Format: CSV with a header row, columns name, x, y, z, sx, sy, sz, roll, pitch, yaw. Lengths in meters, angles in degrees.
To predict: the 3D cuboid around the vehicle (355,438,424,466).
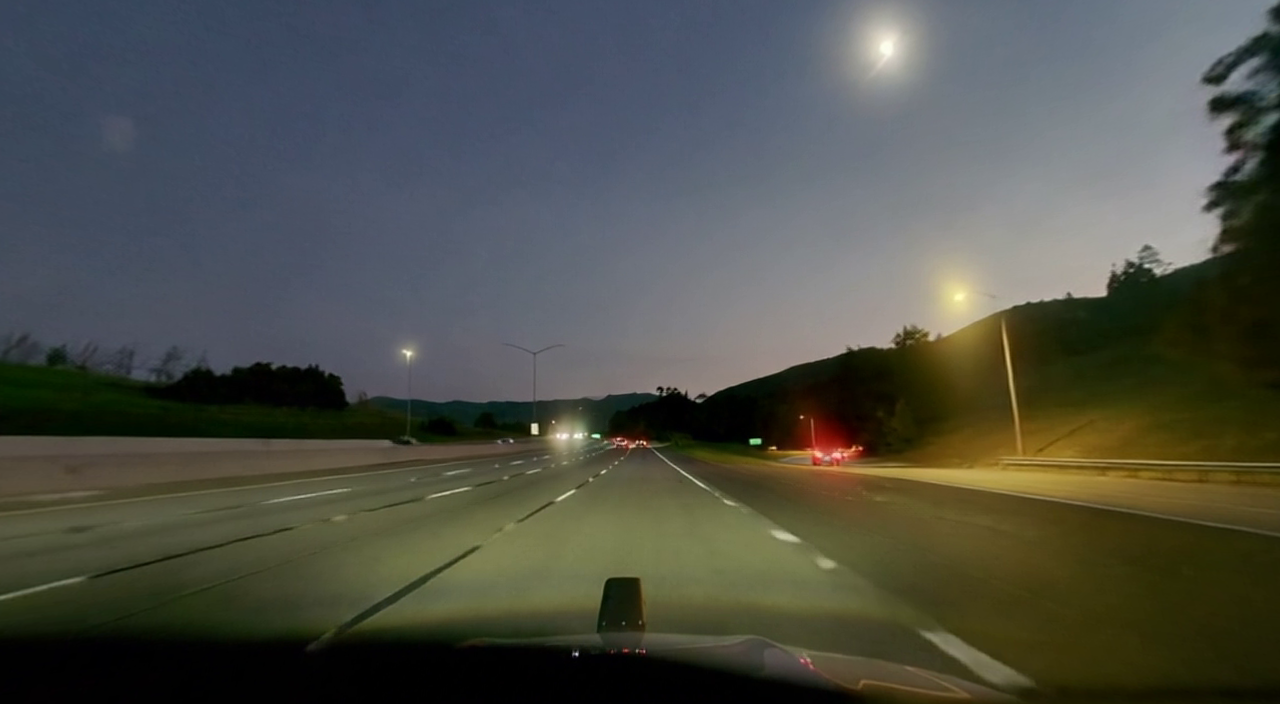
name,x,y,z,sx,sy,sz,roll,pitch,yaw
vehicle,-16.741,6.728,42.511,2.236,1.754,5.703,0,-9,1
